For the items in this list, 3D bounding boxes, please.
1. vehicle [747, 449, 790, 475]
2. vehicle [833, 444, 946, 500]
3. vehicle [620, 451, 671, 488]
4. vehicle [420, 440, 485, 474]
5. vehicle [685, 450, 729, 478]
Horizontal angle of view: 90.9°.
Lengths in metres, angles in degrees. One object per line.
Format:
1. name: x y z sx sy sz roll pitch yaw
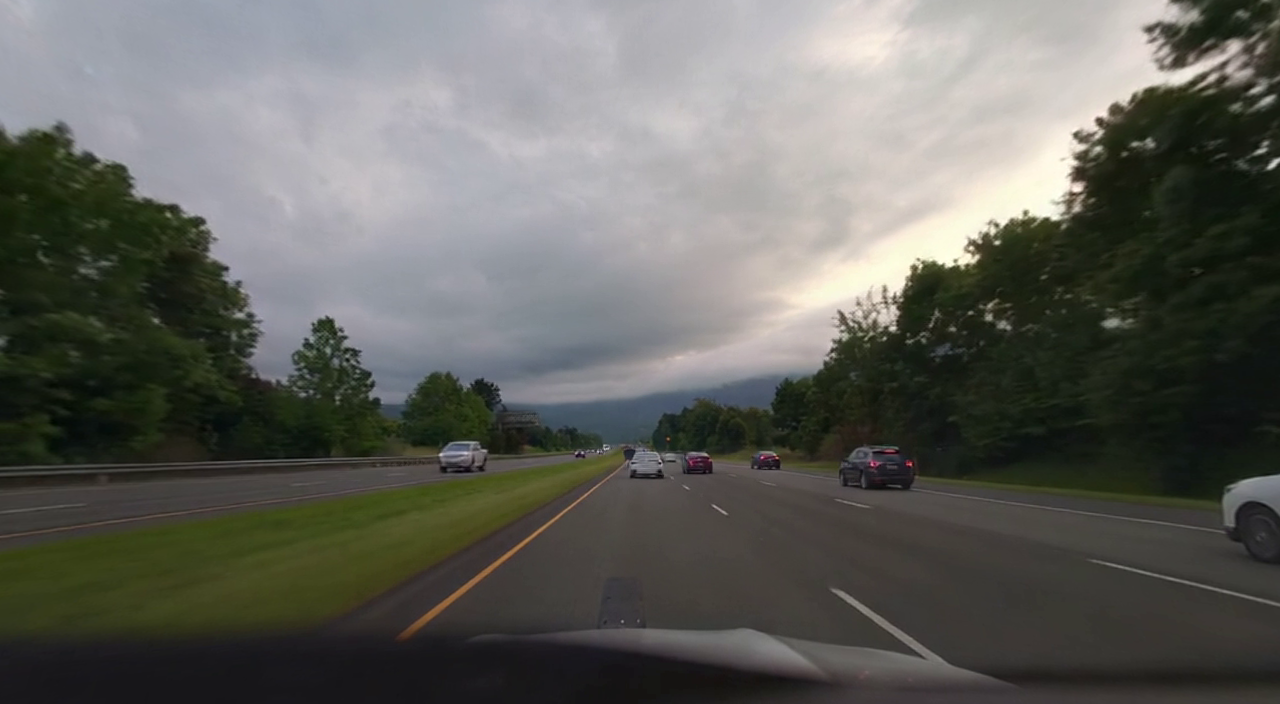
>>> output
1. vehicle: 8.414 7.209 41.516 1.957 1.594 3.632 0 -9 -2
2. vehicle: 7.548 3.648 19.497 1.847 1.554 3.752 0 -9 -1
3. vehicle: 0.188 4.917 26.723 2.020 1.426 3.702 0 -9 -1
4. vehicle: -9.518 5.379 32.298 2.015 1.592 4.220 0 -9 0
5. vehicle: 3.837 6.462 36.691 1.981 1.518 4.029 0 -9 -2
